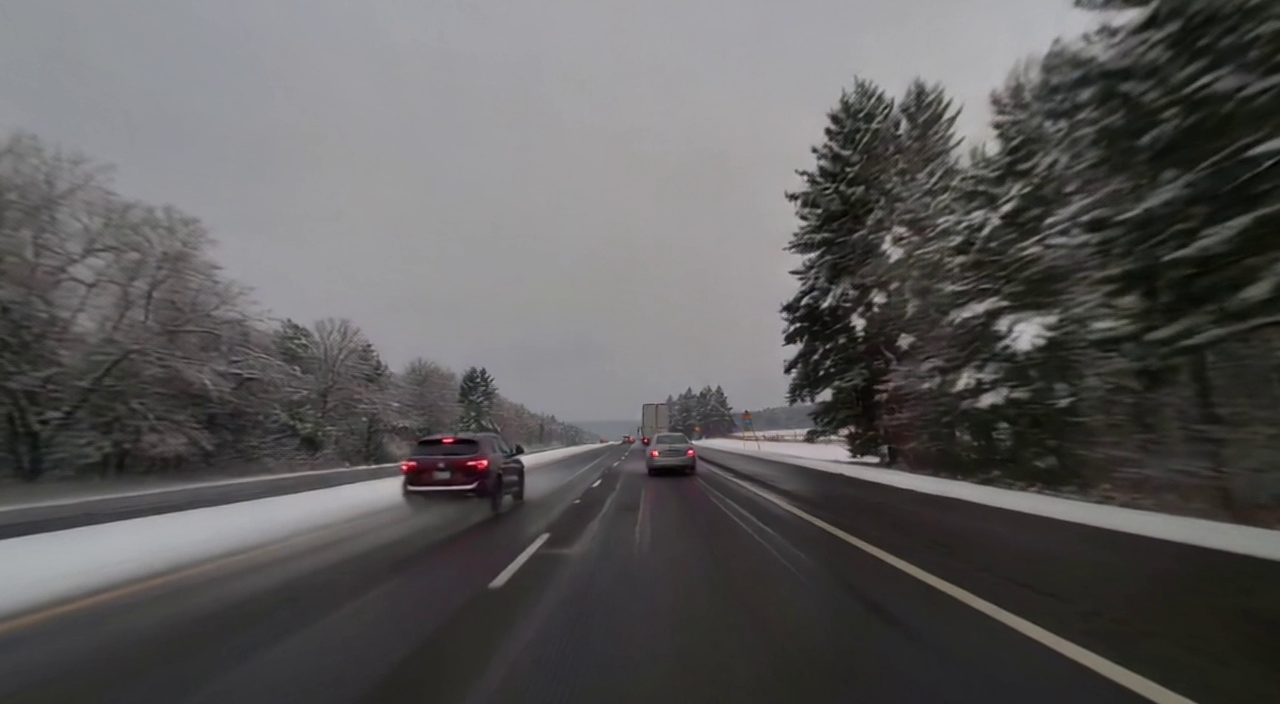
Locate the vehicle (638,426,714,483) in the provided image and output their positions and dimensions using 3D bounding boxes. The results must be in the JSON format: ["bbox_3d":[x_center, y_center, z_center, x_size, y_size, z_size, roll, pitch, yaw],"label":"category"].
[{"bbox_3d":[0.988,3.117,19.484,2.072,1.534,4.300,0,-8,0],"label":"vehicle"}]

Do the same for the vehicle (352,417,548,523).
[{"bbox_3d":[-3.310,2.156,12.236,2.192,1.623,4.887,0,-8,1],"label":"vehicle"}]
